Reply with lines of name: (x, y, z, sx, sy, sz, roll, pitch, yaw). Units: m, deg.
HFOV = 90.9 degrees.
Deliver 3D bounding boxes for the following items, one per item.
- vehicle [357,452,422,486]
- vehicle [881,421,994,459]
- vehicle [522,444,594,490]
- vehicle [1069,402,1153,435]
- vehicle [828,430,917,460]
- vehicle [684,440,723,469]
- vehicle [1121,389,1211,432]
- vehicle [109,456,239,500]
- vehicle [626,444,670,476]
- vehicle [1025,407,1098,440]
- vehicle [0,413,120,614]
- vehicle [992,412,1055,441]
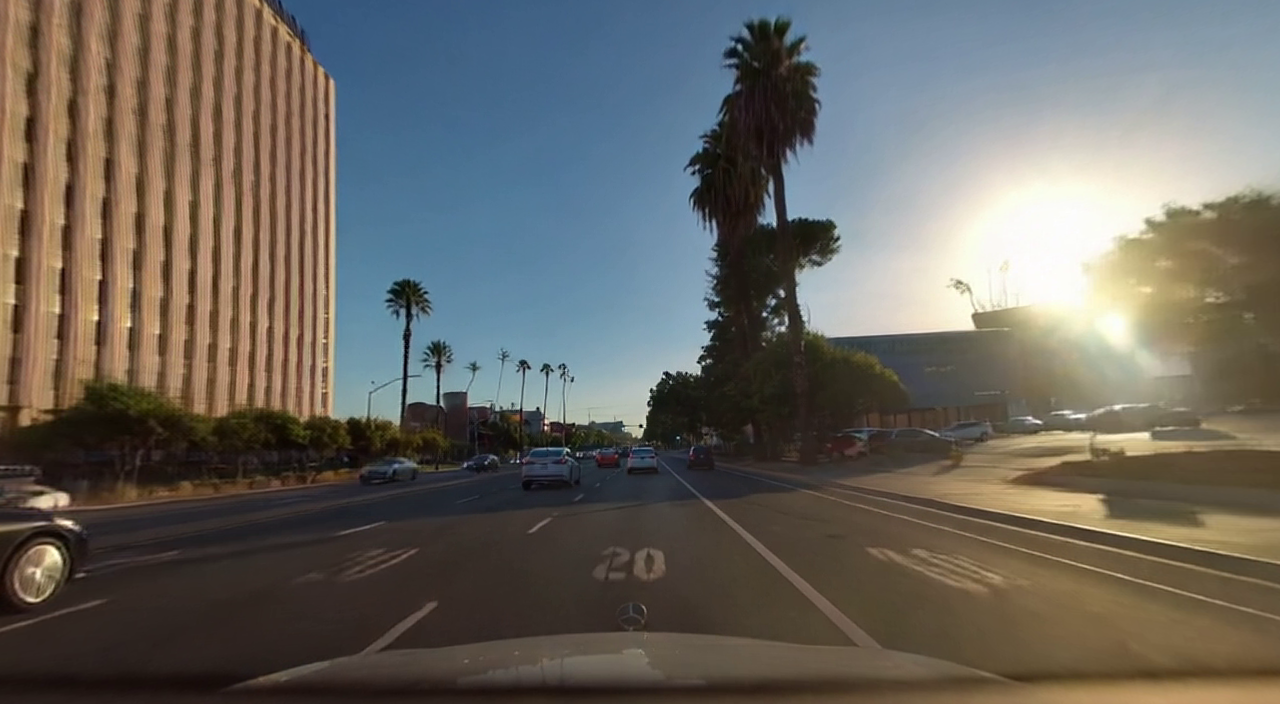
vehicle: (-14.059, 6.552, 35.612, 1.841, 1.697, 4.289, -1, -8, 1)
vehicle: (12.848, 3.787, 27.185, 4.749, 1.457, 1.806, 3, -11, -28)
vehicle: (-2.876, 4.130, 23.083, 1.908, 1.505, 4.369, -1, -8, 2)
vehicle: (23.458, 3.367, 31.337, 4.576, 1.511, 1.801, 5, -10, -34)
vehicle: (12.292, 4.910, 33.291, 4.284, 1.450, 1.927, 4, -10, -27)
vehicle: (4.132, 6.756, 41.636, 2.108, 1.785, 4.334, 0, -8, 0)
vehicle: (23.595, 2.672, 28.233, 4.448, 1.701, 1.954, 6, -11, -36)
vehicle: (-35.505, 9.567, 48.205, 7.627, 3.125, 2.867, -1, -9, 3)
vehicle: (0.398, 5.621, 33.082, 2.147, 1.507, 3.953, 0, -8, 1)
vehicle: (23.445, 3.956, 35.006, 4.049, 1.503, 1.847, 2, -12, -36)
vehicle: (-6.614, 1.253, 4.400, 2.030, 1.730, 4.506, -1, -8, 1)
vehicle: (23.041, 4.483, 37.878, 3.593, 1.608, 1.778, 4, -9, -34)
